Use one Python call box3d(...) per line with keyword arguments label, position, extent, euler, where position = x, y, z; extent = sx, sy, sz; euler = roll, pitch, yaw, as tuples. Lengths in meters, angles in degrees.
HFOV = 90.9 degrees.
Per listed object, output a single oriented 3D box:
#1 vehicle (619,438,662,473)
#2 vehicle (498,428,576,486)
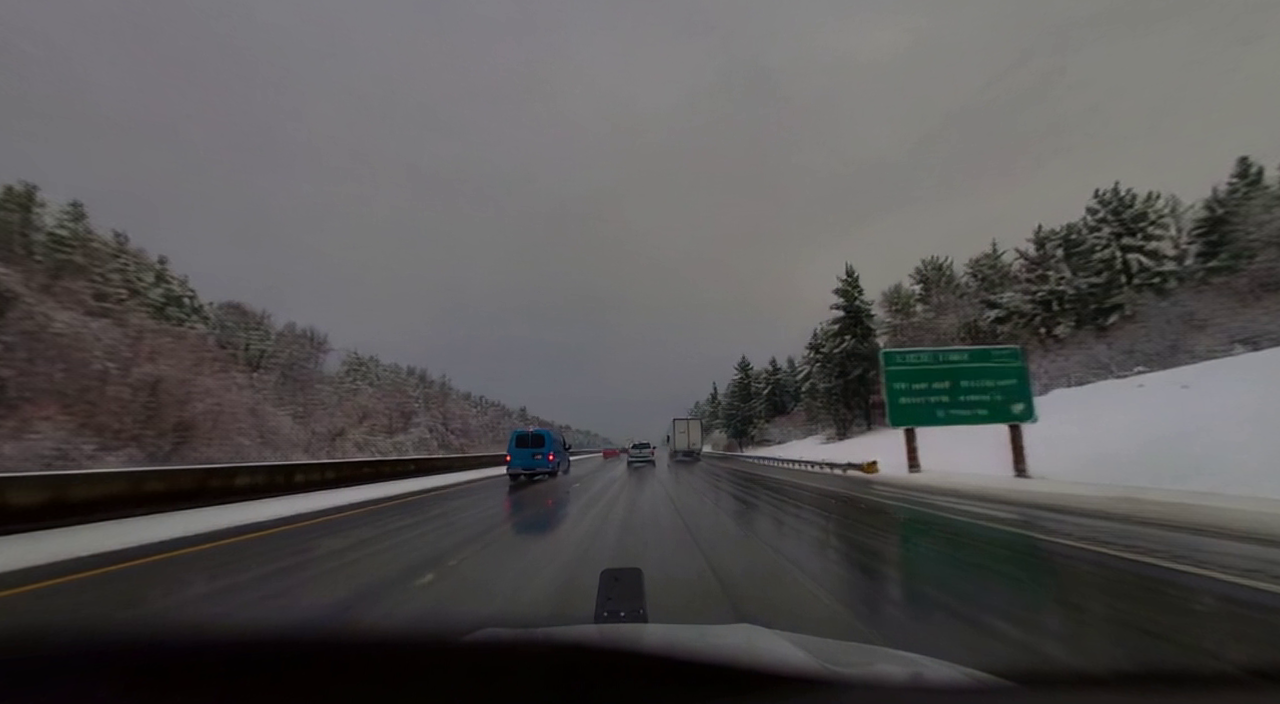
box3d(label="vehicle", position=(0.039, 5.687, 34.729), extent=(2.209, 1.825, 4.036), euler=(0, -9, 0))
box3d(label="vehicle", position=(-3.885, 4.087, 24.725), extent=(2.167, 1.991, 5.062), euler=(0, -9, 0))
